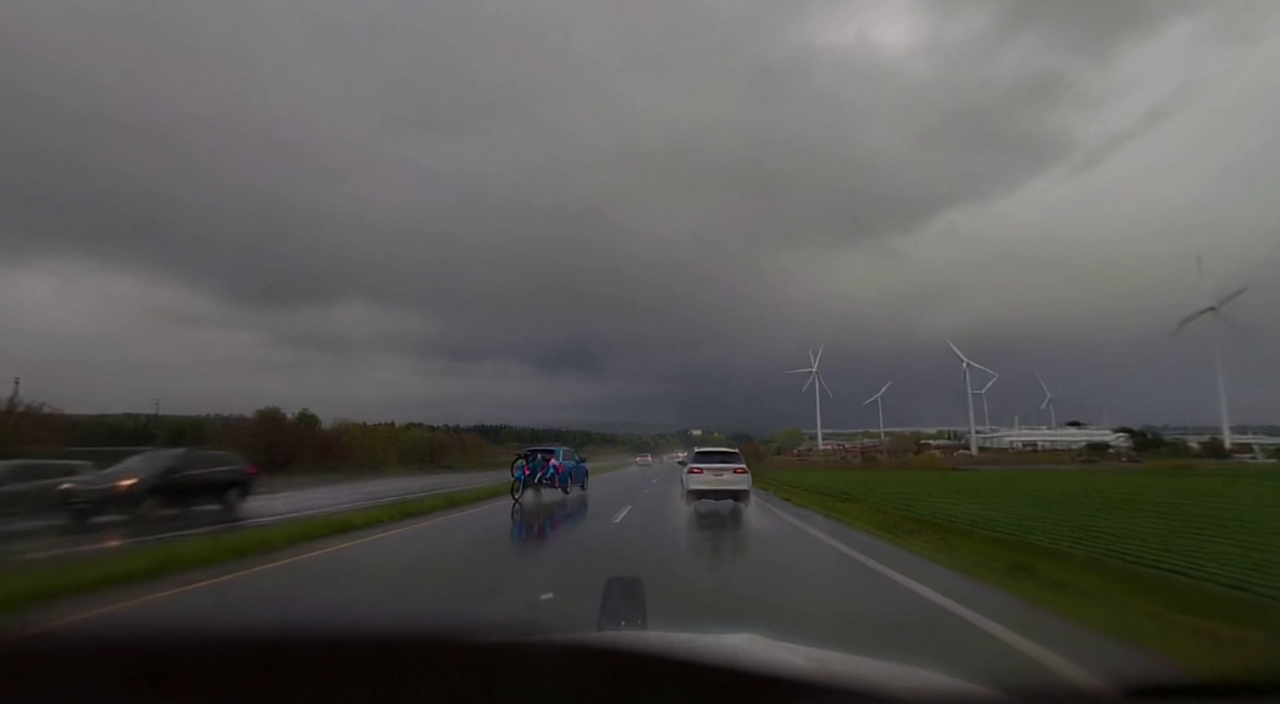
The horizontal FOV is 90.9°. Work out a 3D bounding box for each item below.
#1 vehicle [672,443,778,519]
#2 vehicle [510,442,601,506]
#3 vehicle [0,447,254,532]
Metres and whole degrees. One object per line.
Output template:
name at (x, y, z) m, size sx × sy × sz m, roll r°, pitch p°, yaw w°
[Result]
vehicle at (1.884, 3.027, 15.272) m, size 2.063 × 1.582 × 3.955 m, roll 0°, pitch -9°, yaw 1°
vehicle at (-2.384, 3.590, 18.918) m, size 1.962 × 1.681 × 4.033 m, roll -1°, pitch -9°, yaw 3°
vehicle at (-10.955, 2.878, 13.829) m, size 2.088 × 1.545 × 4.230 m, roll -1°, pitch -9°, yaw 3°
